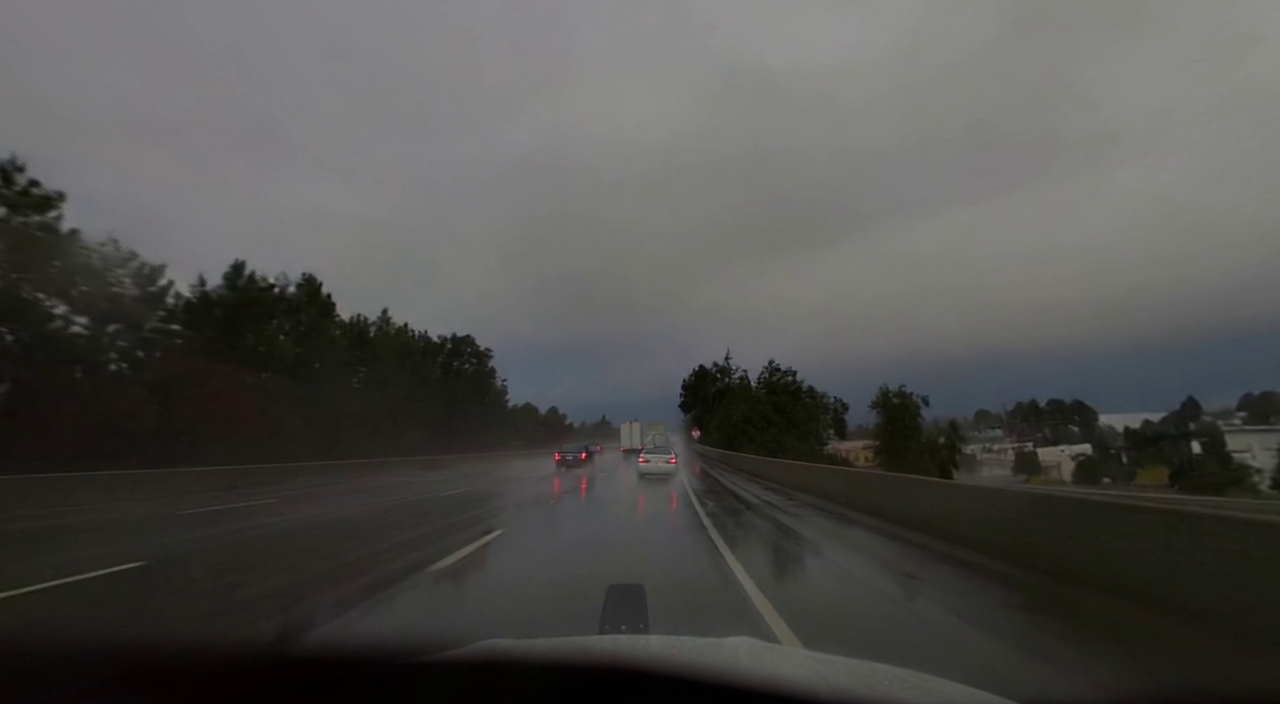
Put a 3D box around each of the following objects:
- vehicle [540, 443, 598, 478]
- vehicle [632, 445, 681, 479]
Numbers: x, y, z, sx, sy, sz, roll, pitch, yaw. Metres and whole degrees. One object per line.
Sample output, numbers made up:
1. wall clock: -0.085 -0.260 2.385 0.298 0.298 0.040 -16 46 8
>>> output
1. vehicle: -3.142 4.942 28.983 1.916 1.486 4.631 -1 -9 3
2. vehicle: 0.716 4.711 27.263 1.984 1.365 3.767 0 -9 1
